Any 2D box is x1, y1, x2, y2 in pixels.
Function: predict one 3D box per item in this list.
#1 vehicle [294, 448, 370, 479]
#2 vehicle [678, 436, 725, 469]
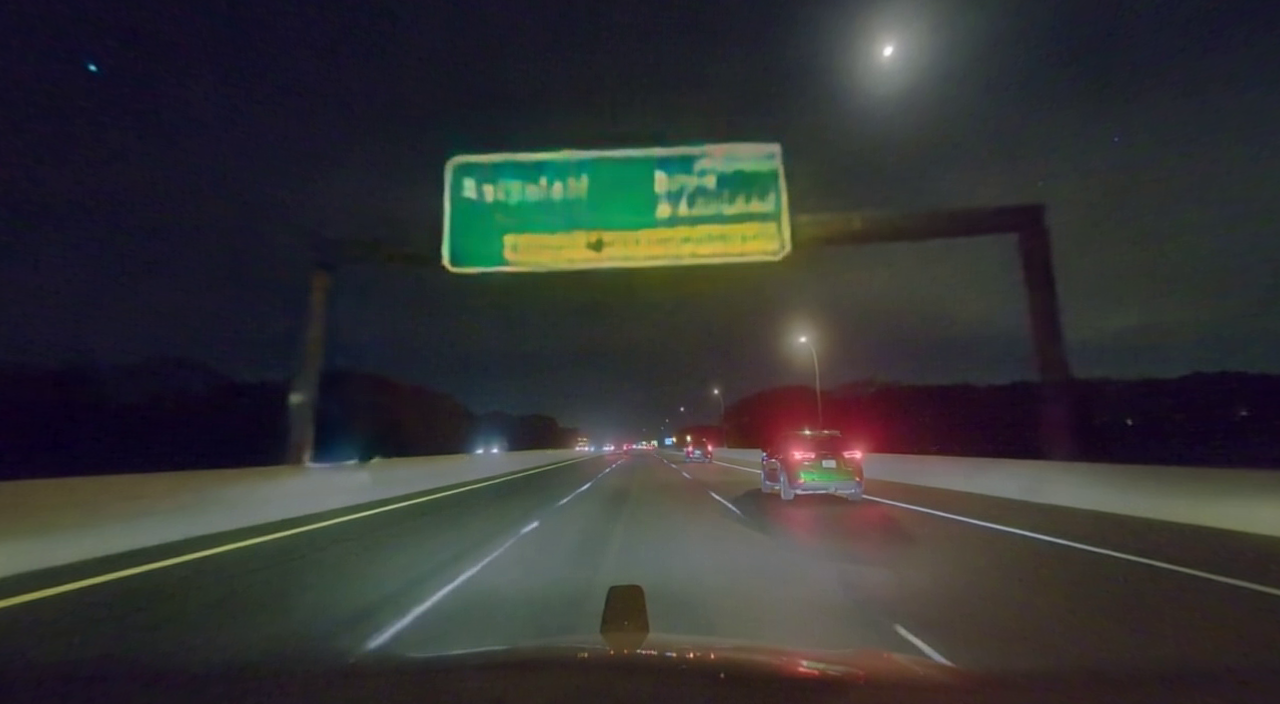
[{"bbox_3d":[-16.461,5.958,33.813,1.899,1.568,4.182,0,-8,1],"label":"vehicle"},{"bbox_3d":[3.373,5.634,35.361,2.202,1.682,4.188,0,-8,0],"label":"vehicle"}]
